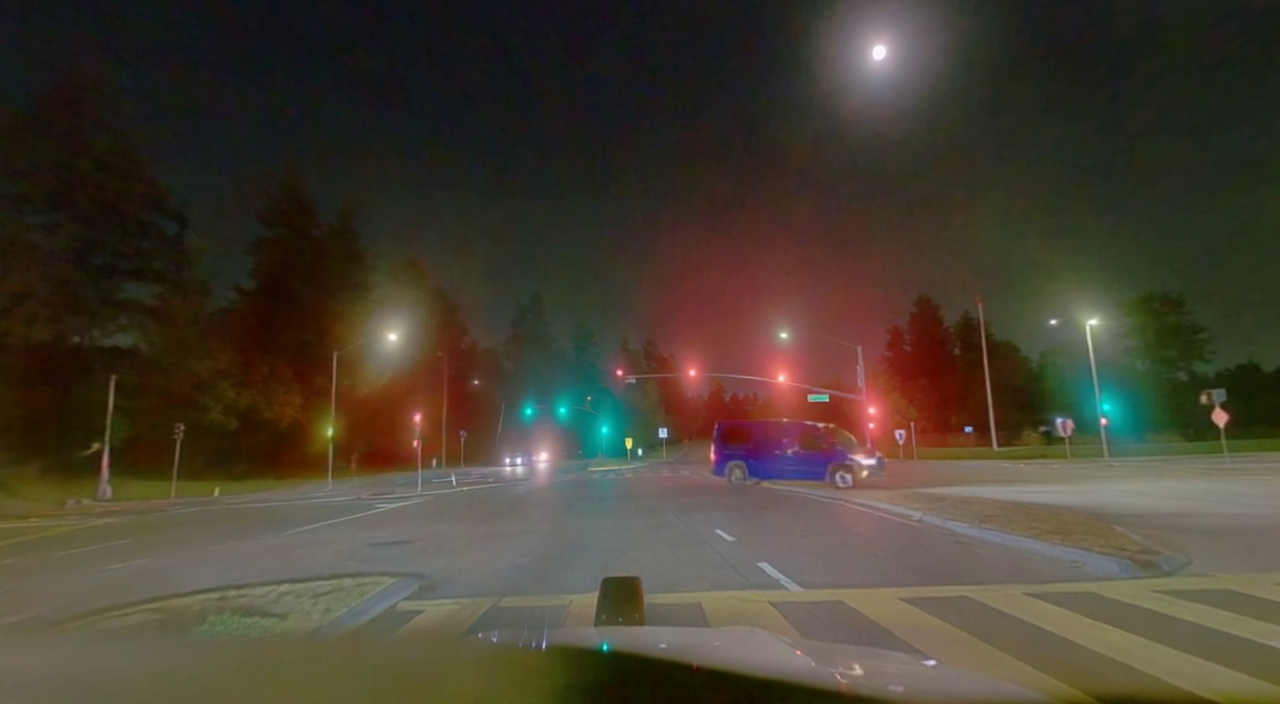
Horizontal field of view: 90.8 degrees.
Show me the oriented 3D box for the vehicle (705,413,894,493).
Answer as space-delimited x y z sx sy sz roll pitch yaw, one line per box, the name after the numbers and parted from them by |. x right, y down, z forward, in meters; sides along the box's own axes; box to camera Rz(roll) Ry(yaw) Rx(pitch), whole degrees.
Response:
5.416 3.463 21.947 5.791 2.404 2.465 -6 -10 34 | vehicle
